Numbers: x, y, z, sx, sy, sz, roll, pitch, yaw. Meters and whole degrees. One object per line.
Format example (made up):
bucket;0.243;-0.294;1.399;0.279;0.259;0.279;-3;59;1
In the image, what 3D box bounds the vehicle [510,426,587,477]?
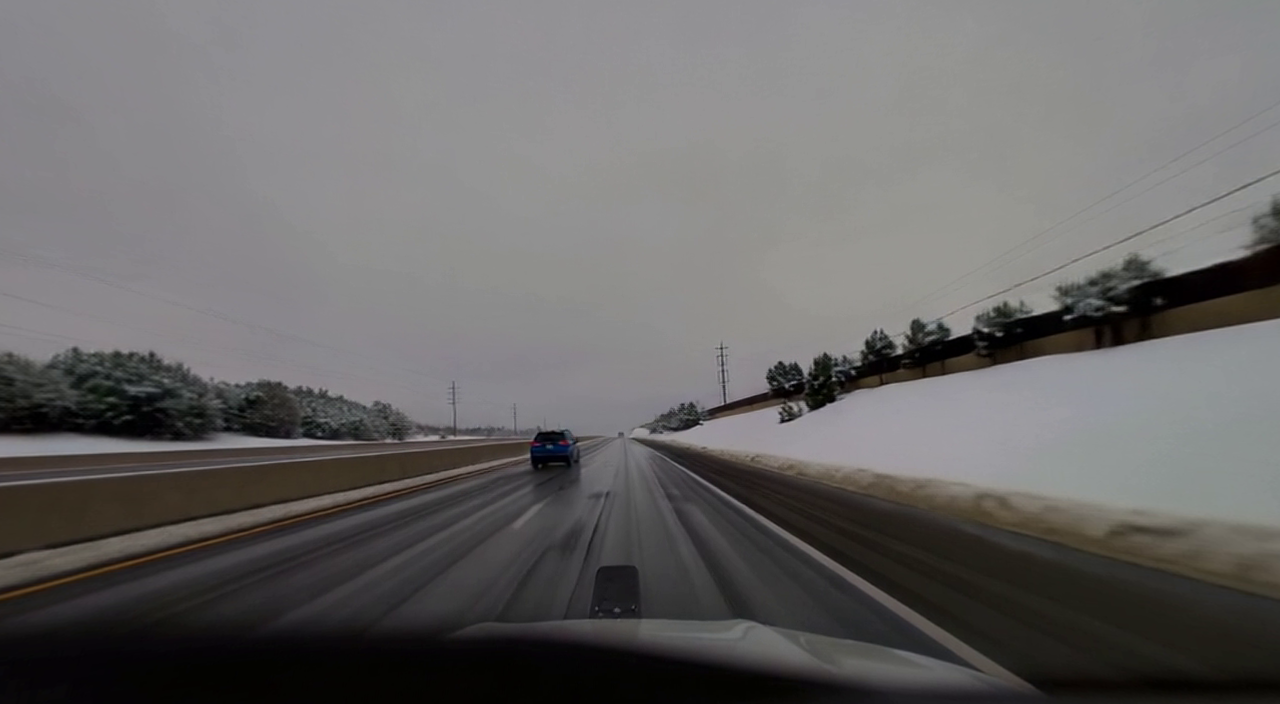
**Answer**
vehicle;-2.928;3.282;20.995;1.999;1.536;3.969;0;-8;0
